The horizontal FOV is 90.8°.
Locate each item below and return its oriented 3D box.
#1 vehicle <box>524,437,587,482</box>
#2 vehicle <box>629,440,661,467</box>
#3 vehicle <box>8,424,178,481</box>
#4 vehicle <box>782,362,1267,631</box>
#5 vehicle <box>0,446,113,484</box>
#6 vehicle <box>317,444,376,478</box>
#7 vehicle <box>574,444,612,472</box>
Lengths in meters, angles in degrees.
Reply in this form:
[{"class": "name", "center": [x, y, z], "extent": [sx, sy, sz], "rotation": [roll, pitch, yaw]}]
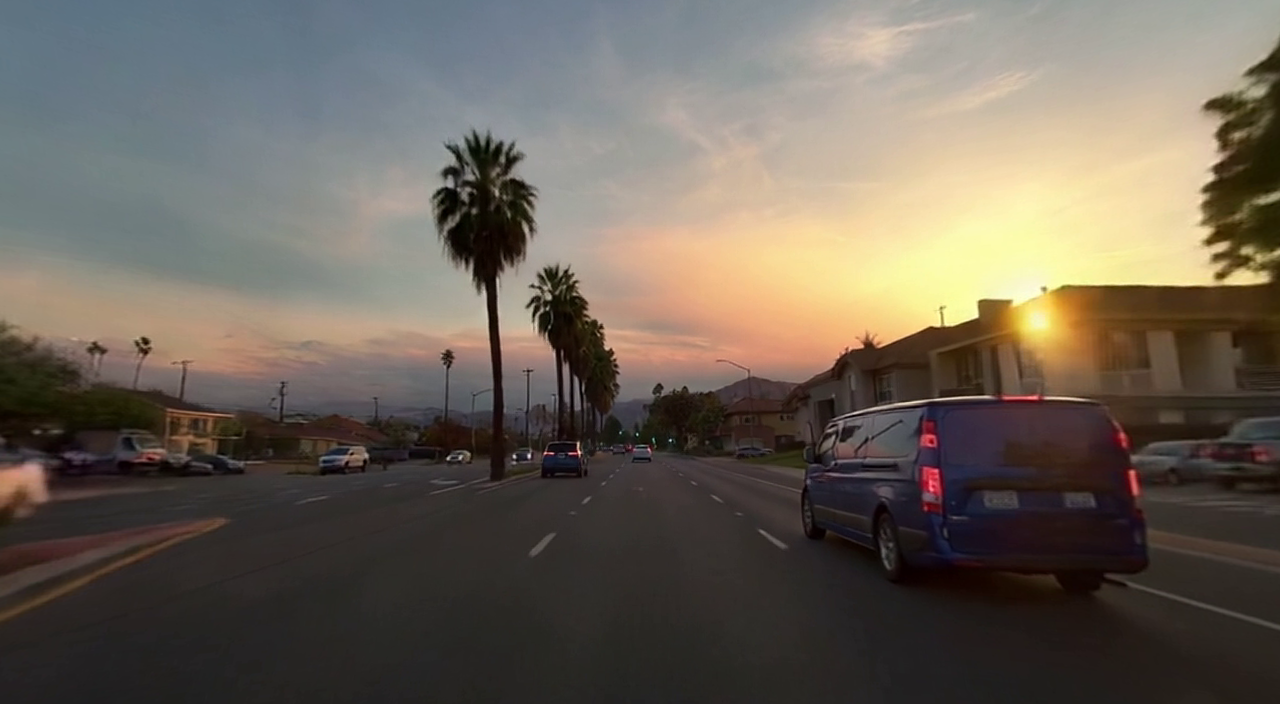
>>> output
[{"class": "vehicle", "center": [-3.389, 4.388, 26.059], "extent": [1.967, 1.703, 4.157], "rotation": [0, -8, 1]}, {"class": "vehicle", "center": [0.314, 7.231, 45.129], "extent": [2.191, 1.761, 3.857], "rotation": [0, -8, -1]}, {"class": "vehicle", "center": [-29.886, 5.486, 34.743], "extent": [6.775, 2.936, 2.546], "rotation": [0, -9, -2]}, {"class": "vehicle", "center": [3.315, 1.381, 7.032], "extent": [2.234, 1.912, 4.847], "rotation": [0, -8, -1]}, {"class": "vehicle", "center": [-30.261, 5.747, 32.225], "extent": [4.832, 1.778, 2.082], "rotation": [-1, -8, 0]}, {"class": "vehicle", "center": [-21.443, 7.941, 46.370], "extent": [1.931, 2.187, 5.001], "rotation": [-1, -8, -1]}, {"class": "vehicle", "center": [-2.686, 6.119, 36.707], "extent": [1.869, 1.454, 4.142], "rotation": [0, -8, 0]}]
